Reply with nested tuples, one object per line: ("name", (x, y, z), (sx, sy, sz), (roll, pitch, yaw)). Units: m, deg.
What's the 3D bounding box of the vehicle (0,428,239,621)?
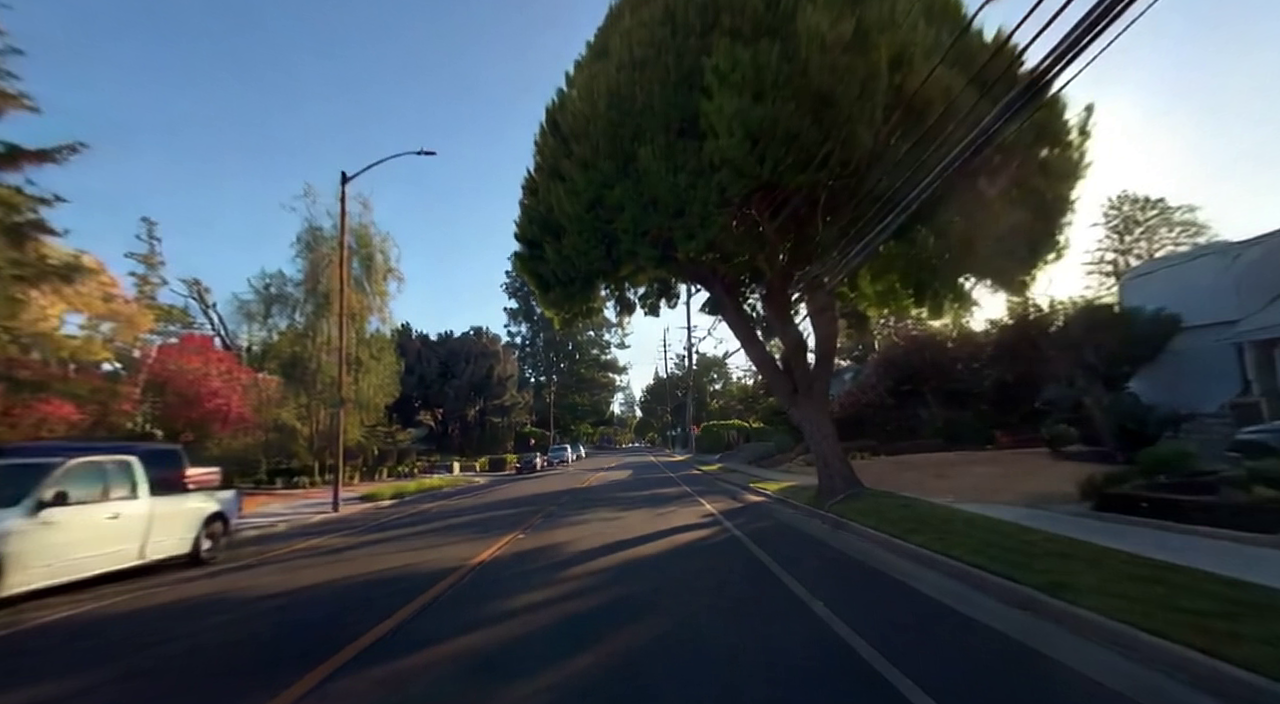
("vehicle", (-6.657, 1.762, 6.724), (1.923, 1.687, 4.511), (-4, -9, -1))
